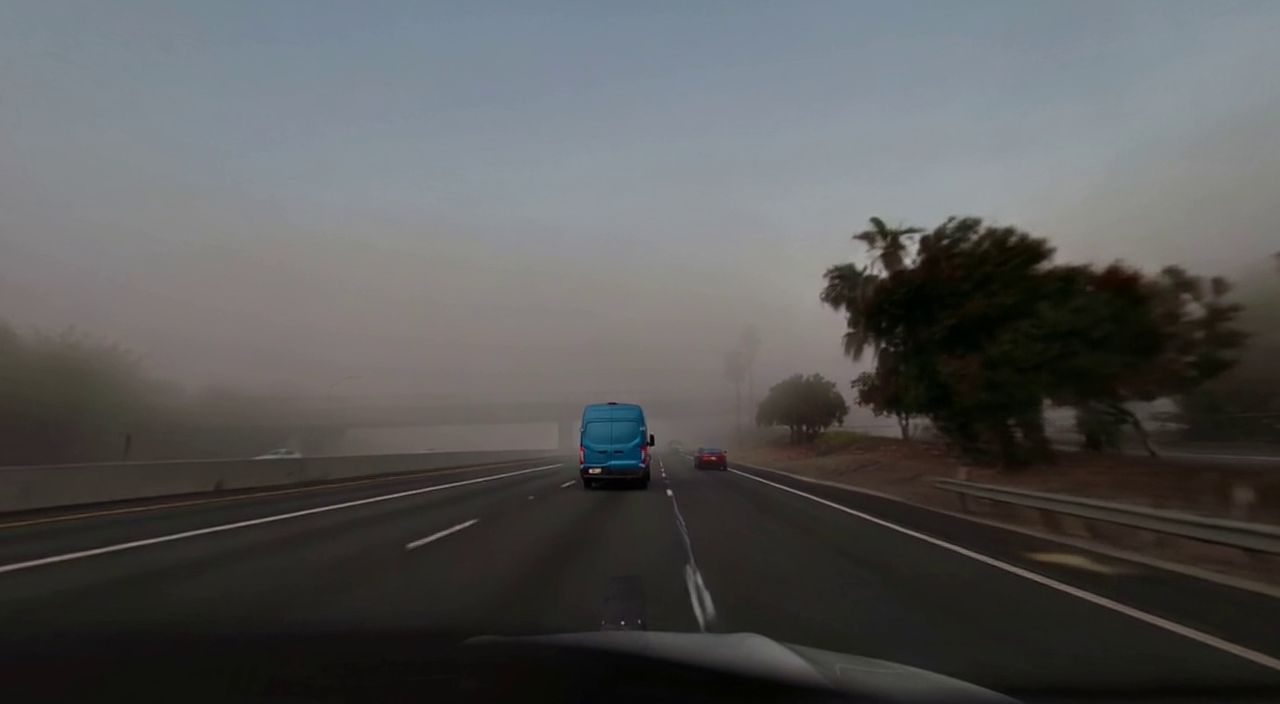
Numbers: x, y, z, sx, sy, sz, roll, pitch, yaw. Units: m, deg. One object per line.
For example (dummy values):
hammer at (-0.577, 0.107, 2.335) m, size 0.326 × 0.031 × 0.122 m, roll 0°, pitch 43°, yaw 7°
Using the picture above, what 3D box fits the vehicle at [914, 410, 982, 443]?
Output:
vehicle at (22.192, 5.467, 45.560) m, size 2.445 × 2.240 × 5.659 m, roll -1°, pitch -8°, yaw 4°

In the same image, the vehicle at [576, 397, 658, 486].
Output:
vehicle at (-0.651, 3.236, 22.604) m, size 2.476 × 2.776 × 5.598 m, roll 0°, pitch -8°, yaw 3°

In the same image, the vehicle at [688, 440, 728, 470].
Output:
vehicle at (3.940, 6.031, 37.052) m, size 1.987 × 1.648 × 3.984 m, roll 0°, pitch -8°, yaw 1°
